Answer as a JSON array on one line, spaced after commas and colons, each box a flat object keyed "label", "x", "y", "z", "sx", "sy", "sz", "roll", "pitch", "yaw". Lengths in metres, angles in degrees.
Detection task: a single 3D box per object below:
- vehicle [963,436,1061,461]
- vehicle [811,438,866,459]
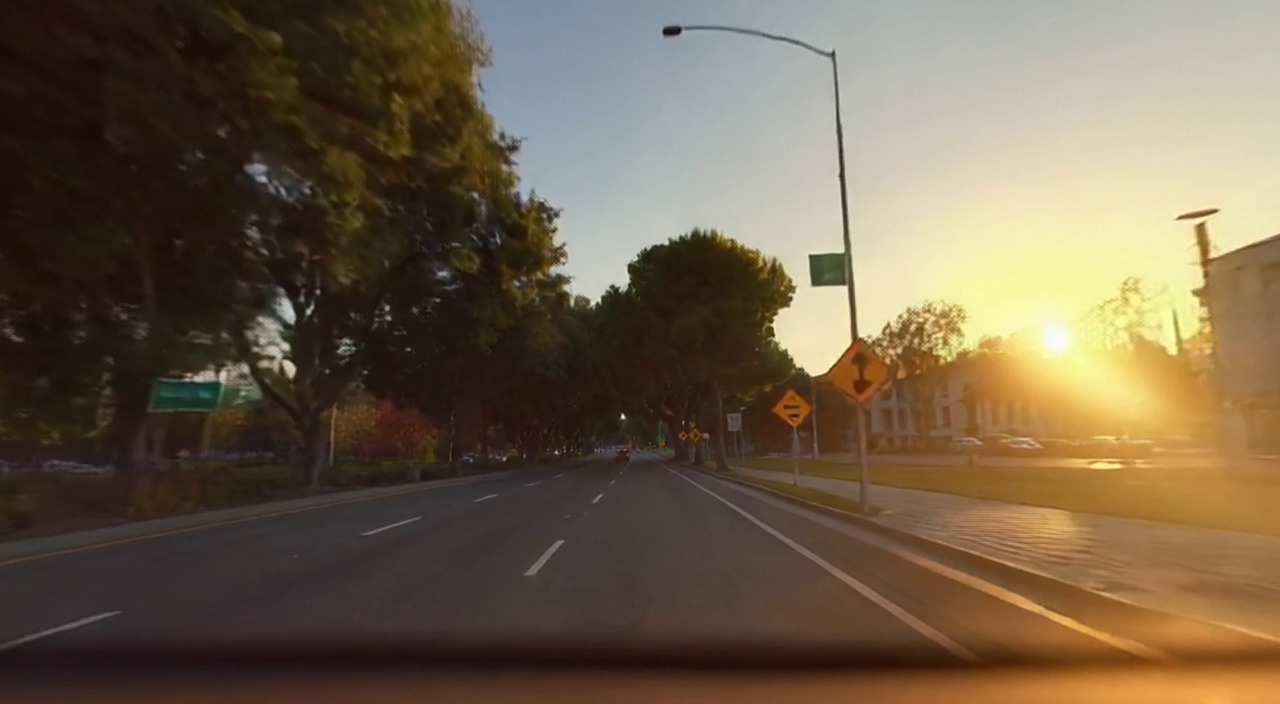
[{"label": "vehicle", "x": 27.706, "y": 7.195, "z": 47.184, "sx": 2.196, "sy": 1.745, "sz": 5.838, "roll": 5, "pitch": -10, "yaw": -33}, {"label": "vehicle", "x": 14.823, "y": 7.234, "z": 47.278, "sx": 3.641, "sy": 1.408, "sz": 1.584, "roll": -3, "pitch": -9, "yaw": 7}]
